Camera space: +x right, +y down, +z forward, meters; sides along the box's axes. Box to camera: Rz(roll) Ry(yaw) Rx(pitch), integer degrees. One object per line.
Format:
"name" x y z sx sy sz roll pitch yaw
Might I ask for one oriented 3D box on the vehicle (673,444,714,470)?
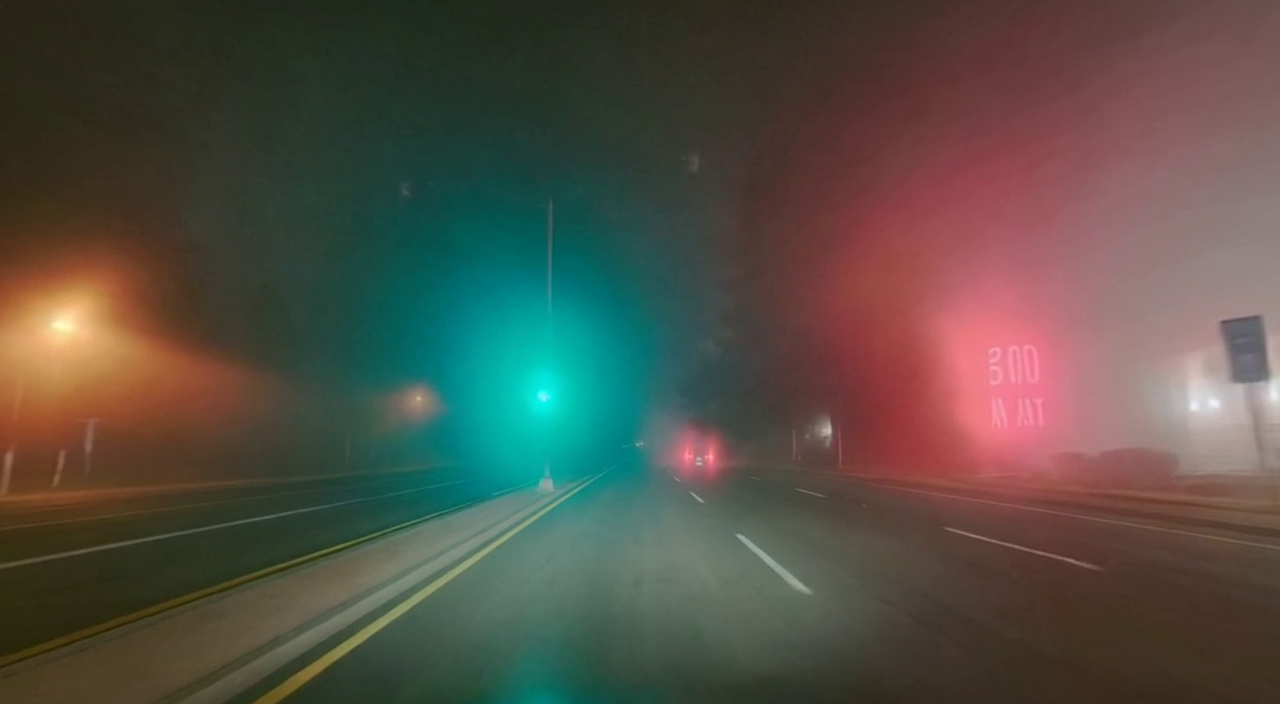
"vehicle" 3.276 6.486 39.177 2.015 1.479 4.444 0 -9 -2
